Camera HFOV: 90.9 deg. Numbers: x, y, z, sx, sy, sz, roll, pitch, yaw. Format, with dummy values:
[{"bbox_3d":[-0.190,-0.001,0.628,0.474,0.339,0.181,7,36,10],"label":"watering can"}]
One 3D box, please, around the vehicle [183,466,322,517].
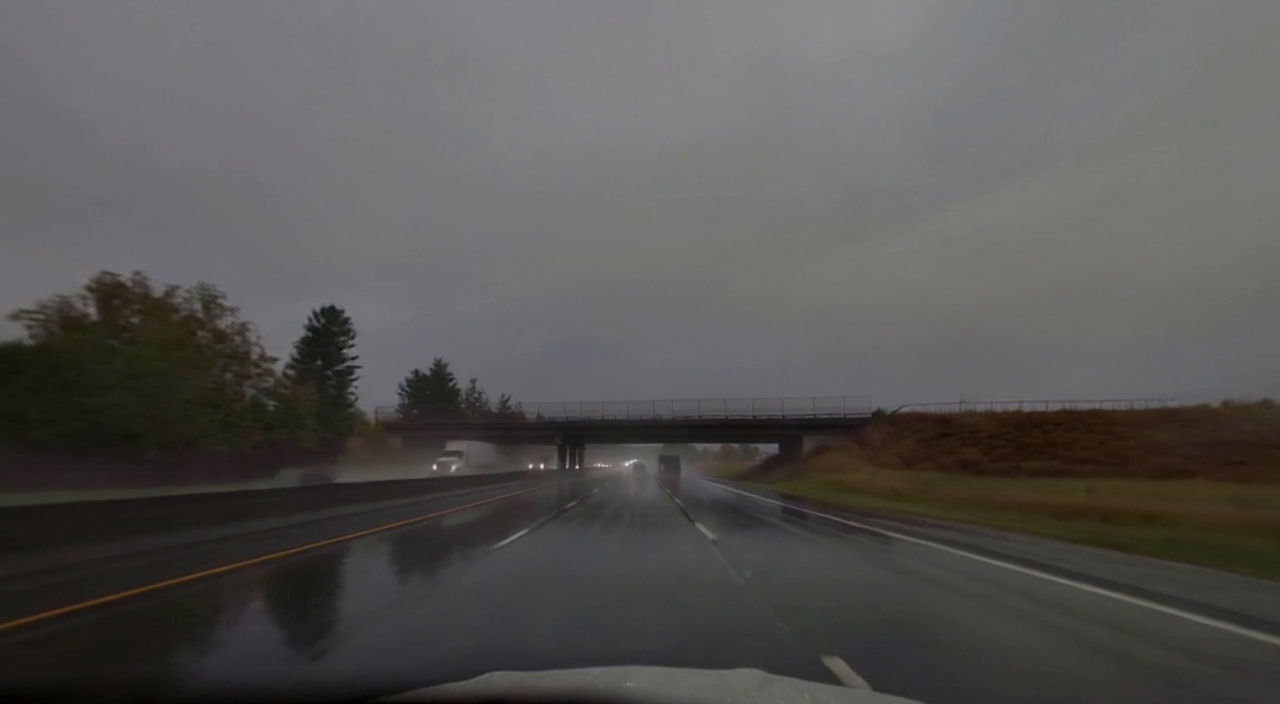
[{"bbox_3d":[-12.670,4.563,20.995,1.835,1.448,4.324,1,-10,0],"label":"vehicle"}]
